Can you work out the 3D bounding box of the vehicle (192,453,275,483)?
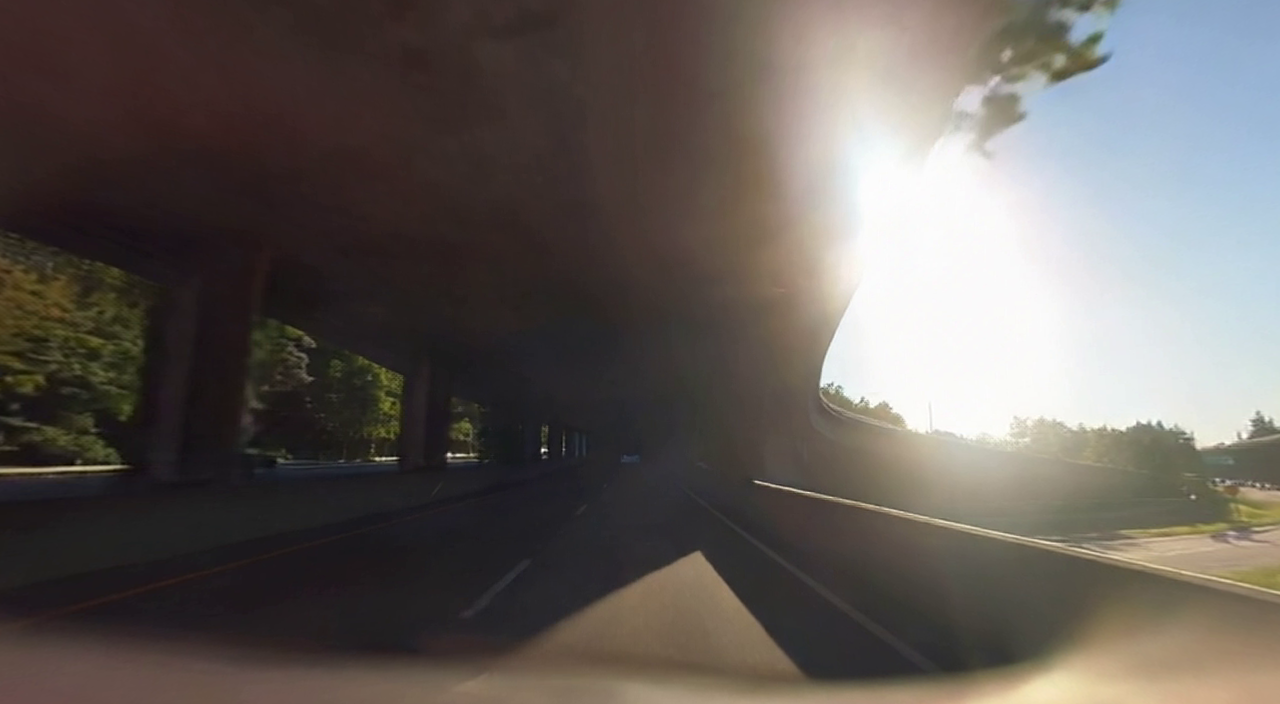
[{"bbox_3d":[-24.003,6.828,37.437,1.817,1.626,4.551,0,-9,1],"label":"vehicle"}]
